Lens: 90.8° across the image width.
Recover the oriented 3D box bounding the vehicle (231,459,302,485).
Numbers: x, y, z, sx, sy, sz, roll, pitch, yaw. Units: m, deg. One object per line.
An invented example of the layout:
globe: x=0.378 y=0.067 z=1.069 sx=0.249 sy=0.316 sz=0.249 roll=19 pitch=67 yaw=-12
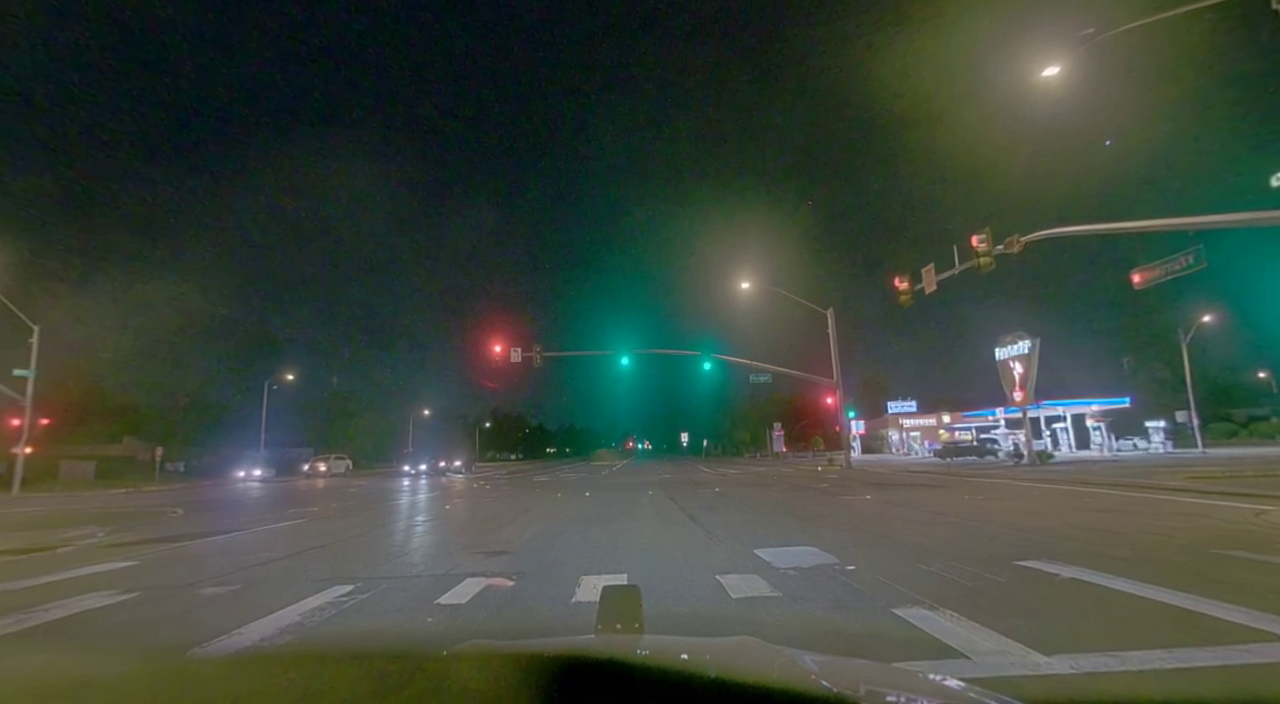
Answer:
vehicle: x=-24.704 y=7.908 z=41.962 sx=1.895 sy=1.483 sz=4.790 roll=0 pitch=-9 yaw=-2

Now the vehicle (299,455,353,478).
vehicle: x=-24.759 y=9.032 z=49.954 sx=2.098 sy=1.684 sz=4.388 roll=0 pitch=-9 yaw=-1

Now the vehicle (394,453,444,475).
vehicle: x=-15.323 y=7.752 z=43.999 sx=1.920 sy=1.434 sz=4.328 roll=0 pitch=-9 yaw=0
